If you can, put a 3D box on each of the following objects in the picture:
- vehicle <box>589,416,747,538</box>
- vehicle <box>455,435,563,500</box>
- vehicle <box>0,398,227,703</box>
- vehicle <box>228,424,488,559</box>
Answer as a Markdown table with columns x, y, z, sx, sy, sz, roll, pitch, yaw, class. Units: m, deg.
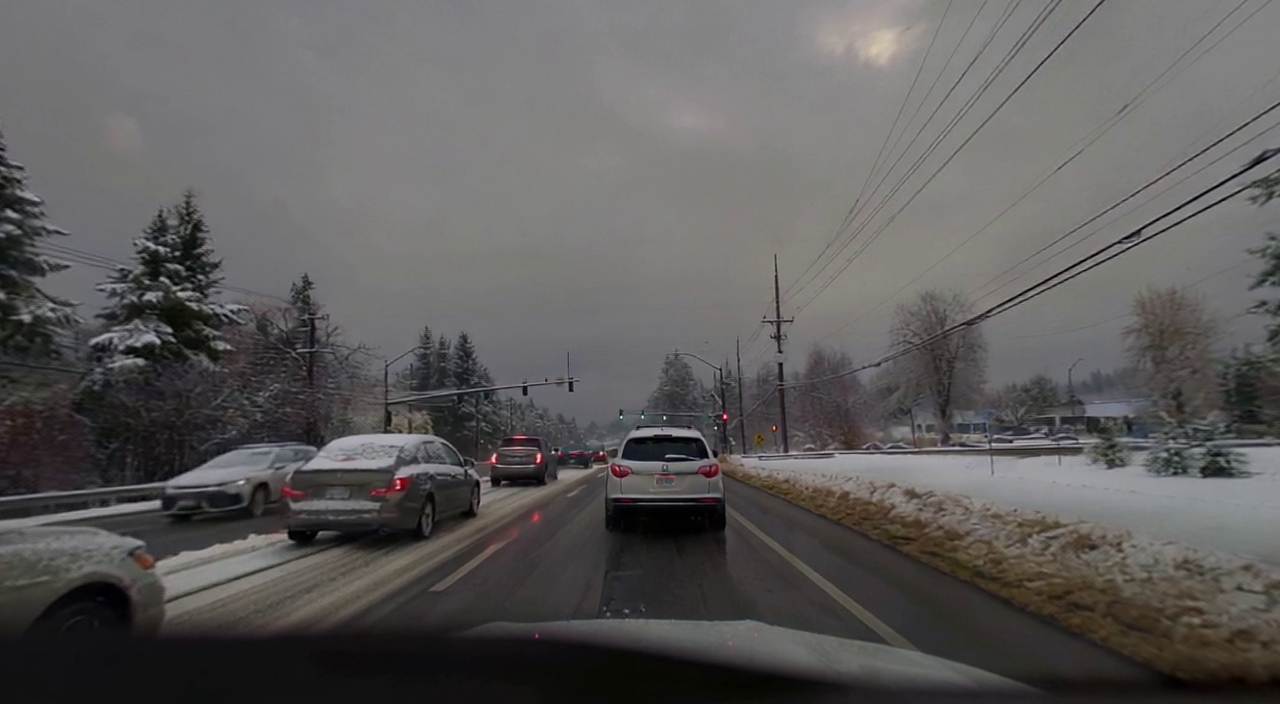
| x | y | z | sx | sy | sz | roll | pitch | yaw | class |
| --- | --- | --- | --- | --- | --- | --- | --- | --- | --- |
| 0.431 | 2.050 | 10.860 | 2.205 | 1.691 | 3.937 | 0 | -9 | 1 | vehicle |
| -3.600 | 3.266 | 18.231 | 2.018 | 1.621 | 4.441 | -1 | -9 | 2 | vehicle |
| -3.782 | 0.803 | 1.704 | 2.051 | 1.488 | 4.806 | 0 | -9 | 0 | vehicle |
| -3.813 | 1.943 | 9.479 | 1.999 | 1.563 | 4.007 | 0 | -9 | 1 | vehicle |
